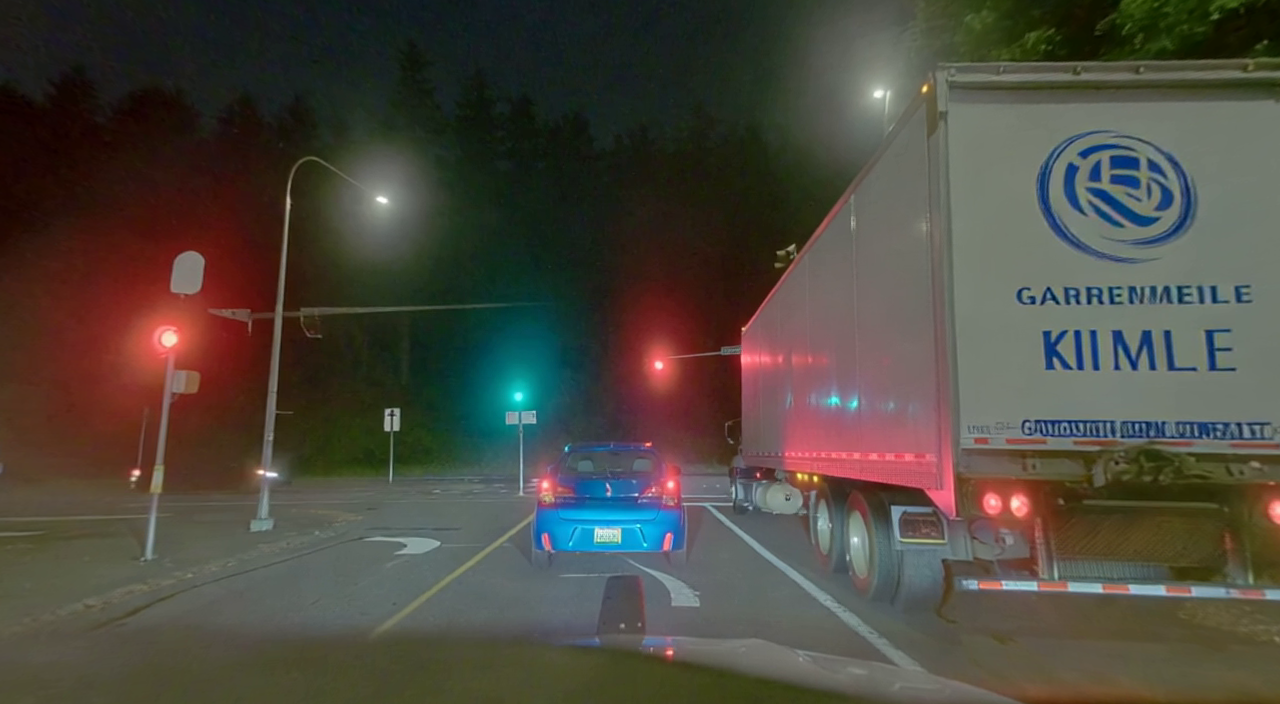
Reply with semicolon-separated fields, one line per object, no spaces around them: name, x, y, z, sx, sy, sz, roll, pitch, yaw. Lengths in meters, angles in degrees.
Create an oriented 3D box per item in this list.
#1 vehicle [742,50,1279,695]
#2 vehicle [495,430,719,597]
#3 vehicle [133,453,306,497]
vehicle;3.512;0.724;8.477;2.884;3.753;9.763;0;-9;1
vehicle;-0.325;1.712;7.426;1.975;1.457;3.526;0;-9;-1
vehicle;-15.039;4.409;22.775;4.761;1.436;1.870;1;-9;-7
